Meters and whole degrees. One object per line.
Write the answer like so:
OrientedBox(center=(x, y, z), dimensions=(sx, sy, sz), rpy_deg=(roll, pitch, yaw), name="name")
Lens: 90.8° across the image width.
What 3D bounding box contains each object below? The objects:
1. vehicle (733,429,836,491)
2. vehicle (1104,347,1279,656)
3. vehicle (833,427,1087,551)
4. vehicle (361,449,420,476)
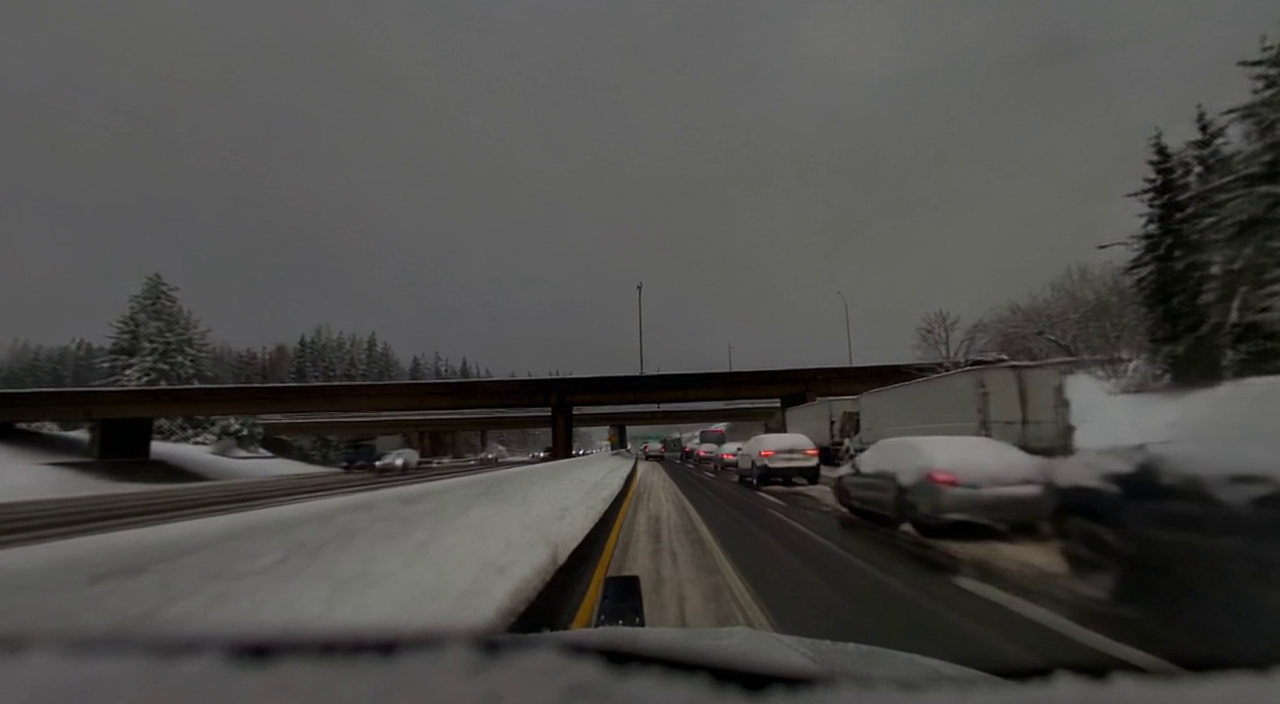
OrientedBox(center=(4.679, 3.593, 21.361), dimensions=(2.201, 1.804, 4.801), rpy_deg=(0, -8, -2), name="vehicle")
OrientedBox(center=(5.004, 0.780, 2.918), dimensions=(1.991, 1.921, 4.879), rpy_deg=(0, -8, 1), name="vehicle")
OrientedBox(center=(4.617, 2.016, 9.924), dimensions=(1.950, 1.529, 3.884), rpy_deg=(0, -8, 0), name="vehicle")
OrientedBox(center=(-15.565, 6.909, 39.675), dimensions=(1.855, 1.550, 4.300), rpy_deg=(0, -8, 1), name="vehicle")
